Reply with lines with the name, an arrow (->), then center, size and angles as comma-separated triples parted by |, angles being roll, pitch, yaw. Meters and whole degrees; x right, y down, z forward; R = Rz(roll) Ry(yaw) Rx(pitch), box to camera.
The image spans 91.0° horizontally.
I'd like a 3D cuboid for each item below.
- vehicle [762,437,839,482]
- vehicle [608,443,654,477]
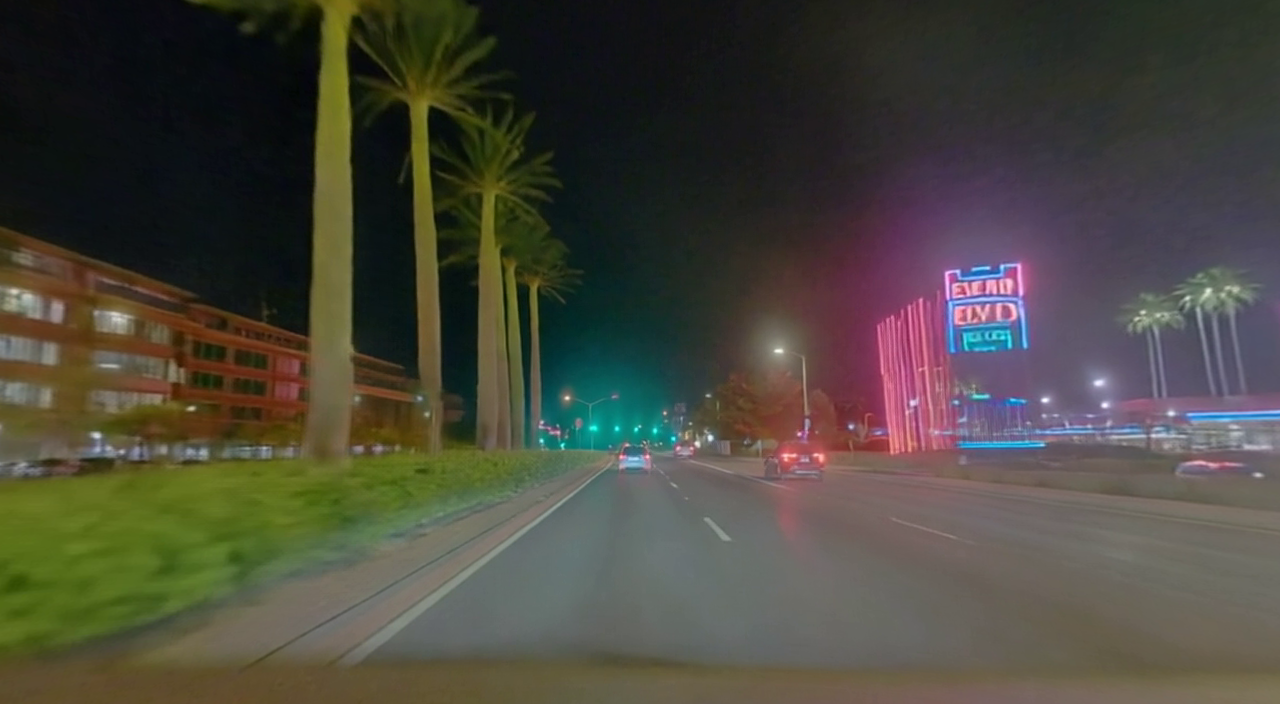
vehicle -> 6.304, 4.247, 25.220 | 1.949, 1.647, 3.894 | 0, -8, -2
vehicle -> -0.381, 4.841, 28.531 | 1.970, 1.402, 3.756 | 0, -8, 0
